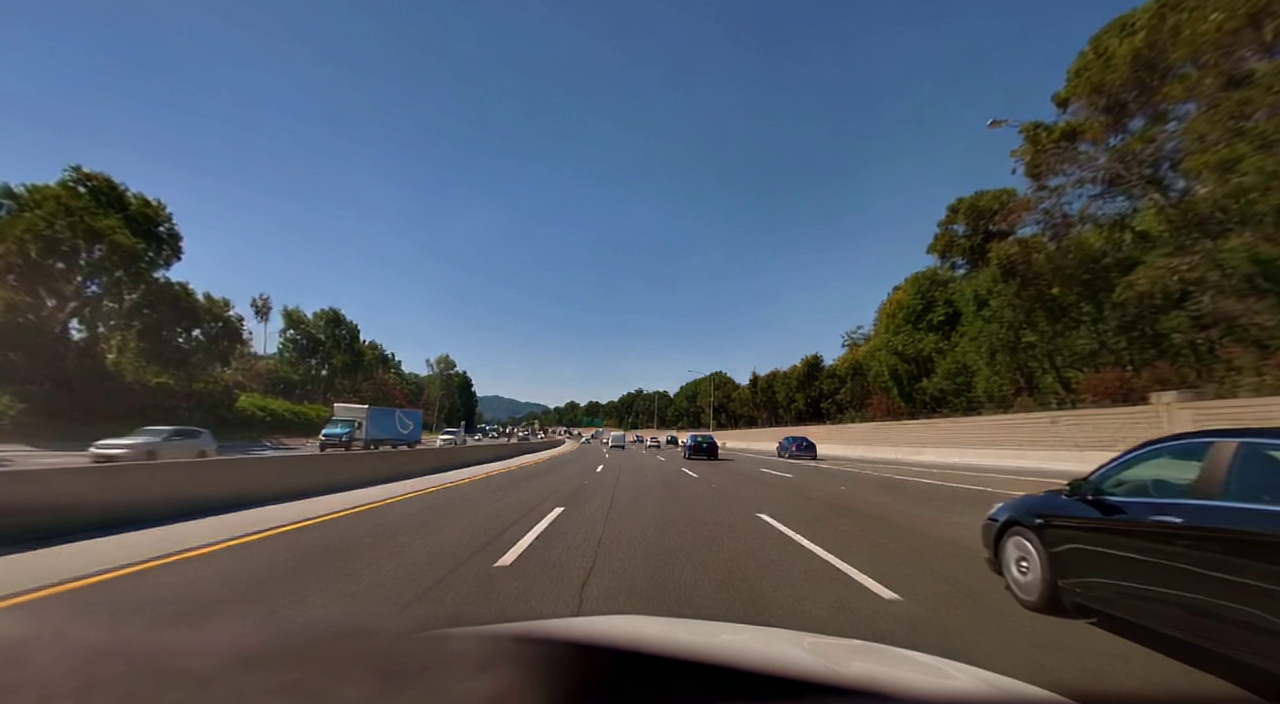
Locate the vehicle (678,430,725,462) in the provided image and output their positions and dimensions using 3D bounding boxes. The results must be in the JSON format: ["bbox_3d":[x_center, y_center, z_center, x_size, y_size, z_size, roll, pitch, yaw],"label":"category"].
[{"bbox_3d":[3.571,5.580,37.436,2.141,1.732,4.279,0,-8,-3],"label":"vehicle"}]

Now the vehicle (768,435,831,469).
[{"bbox_3d":[7.566,4.785,30.319,1.798,1.473,4.077,0,-8,-2],"label":"vehicle"}]

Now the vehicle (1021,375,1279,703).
[{"bbox_3d":[3.848,0.872,2.616,2.101,1.574,3.857,0,-8,0],"label":"vehicle"}]

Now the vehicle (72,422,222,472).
[{"bbox_3d":[-17.204,3.340,22.306,1.994,1.597,4.074,0,-8,-1],"label":"vehicle"}]
